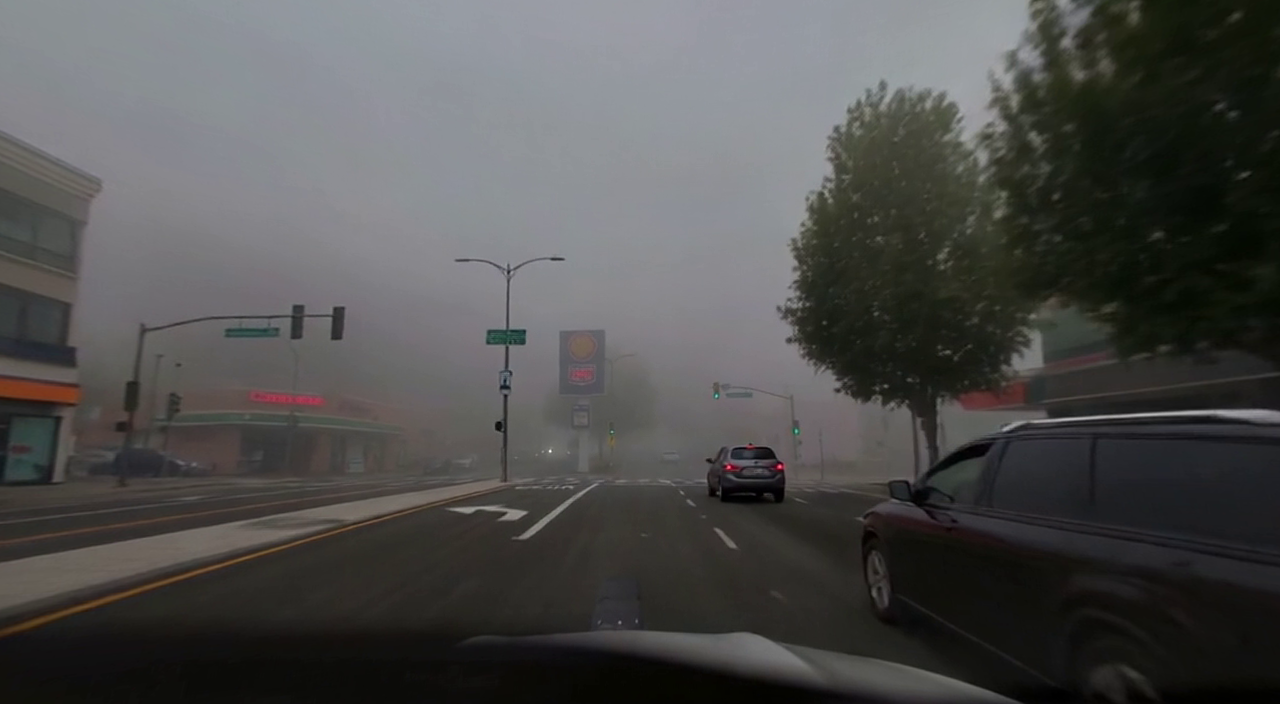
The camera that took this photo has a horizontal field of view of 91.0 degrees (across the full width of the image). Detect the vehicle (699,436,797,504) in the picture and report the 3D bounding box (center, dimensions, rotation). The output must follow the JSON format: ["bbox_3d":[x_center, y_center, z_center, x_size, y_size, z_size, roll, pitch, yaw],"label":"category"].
[{"bbox_3d":[2.920,3.293,17.950,1.999,1.679,4.217,0,-9,-1],"label":"vehicle"}]

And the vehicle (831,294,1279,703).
[{"bbox_3d":[2.710,0.922,2.854,2.183,1.720,4.842,0,-9,0],"label":"vehicle"}]

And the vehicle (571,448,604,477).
[{"bbox_3d":[-3.764,7.825,44.237,2.189,1.836,4.693,0,-12,-6],"label":"vehicle"}]

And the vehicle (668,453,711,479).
[{"bbox_3d":[2.989,6.986,38.930,2.282,1.458,4.362,0,-9,-1],"label":"vehicle"}]
